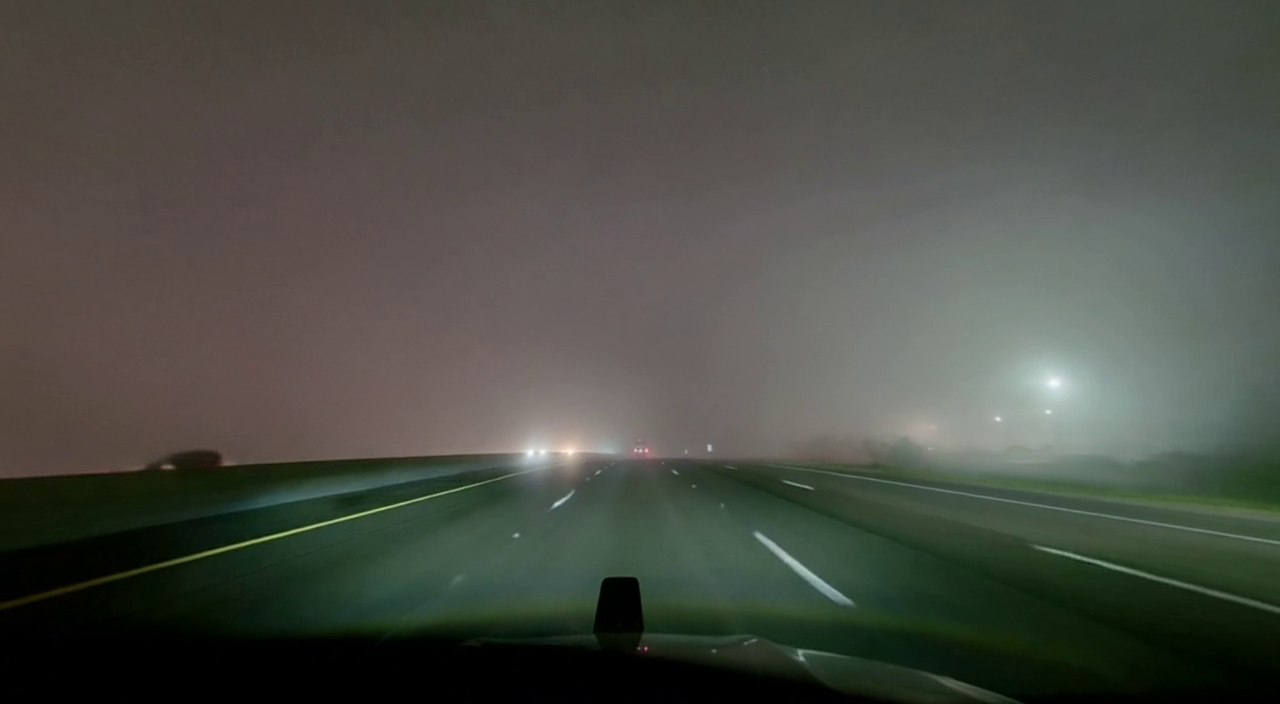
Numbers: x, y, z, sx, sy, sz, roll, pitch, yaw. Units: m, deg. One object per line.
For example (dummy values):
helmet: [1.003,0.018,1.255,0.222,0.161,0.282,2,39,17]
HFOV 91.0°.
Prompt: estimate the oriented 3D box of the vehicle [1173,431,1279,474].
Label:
vehicle: [34.553,5.807,36.636,2.428,2.287,5.283,0,-8,1]
